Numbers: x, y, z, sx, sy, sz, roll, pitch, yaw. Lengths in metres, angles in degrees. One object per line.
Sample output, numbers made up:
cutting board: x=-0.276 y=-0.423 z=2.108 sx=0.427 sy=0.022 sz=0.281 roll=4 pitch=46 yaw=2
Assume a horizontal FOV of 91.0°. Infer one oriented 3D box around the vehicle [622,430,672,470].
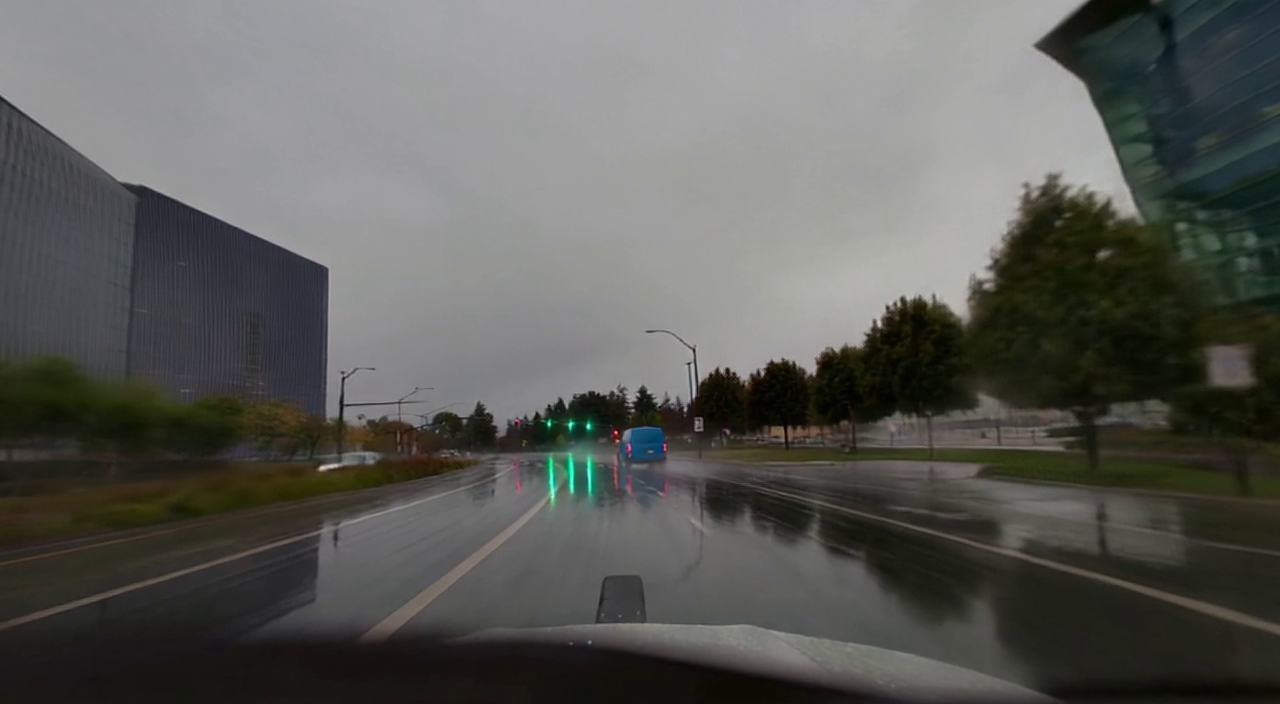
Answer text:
vehicle: x=0.333 y=6.006 z=38.627 sx=2.339 sy=2.244 sz=4.817 roll=1 pitch=-9 yaw=-8
